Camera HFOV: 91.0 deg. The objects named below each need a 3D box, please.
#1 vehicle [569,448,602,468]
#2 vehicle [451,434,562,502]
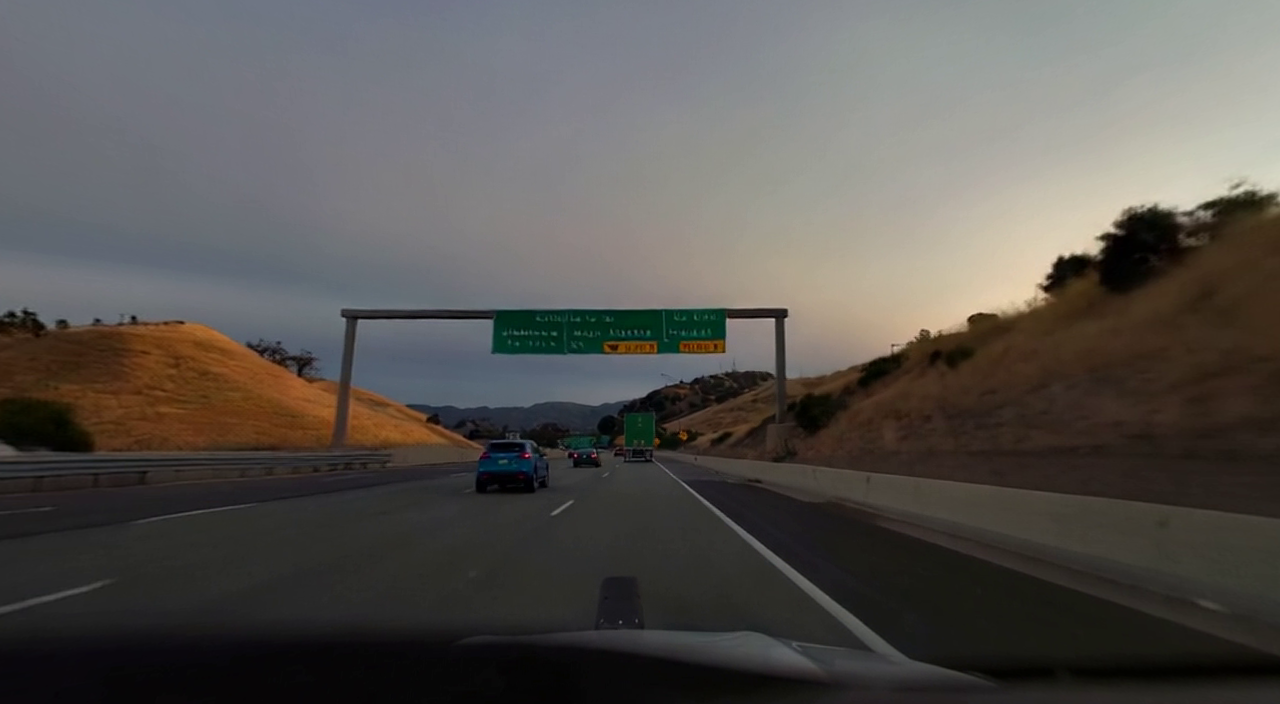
[{"bbox_3d":[-4.184,8.214,49.105,2.101,1.476,4.471,0,-9,0],"label":"vehicle"},{"bbox_3d":[-3.759,3.377,18.735,2.194,1.725,4.698,0,-9,1],"label":"vehicle"}]
